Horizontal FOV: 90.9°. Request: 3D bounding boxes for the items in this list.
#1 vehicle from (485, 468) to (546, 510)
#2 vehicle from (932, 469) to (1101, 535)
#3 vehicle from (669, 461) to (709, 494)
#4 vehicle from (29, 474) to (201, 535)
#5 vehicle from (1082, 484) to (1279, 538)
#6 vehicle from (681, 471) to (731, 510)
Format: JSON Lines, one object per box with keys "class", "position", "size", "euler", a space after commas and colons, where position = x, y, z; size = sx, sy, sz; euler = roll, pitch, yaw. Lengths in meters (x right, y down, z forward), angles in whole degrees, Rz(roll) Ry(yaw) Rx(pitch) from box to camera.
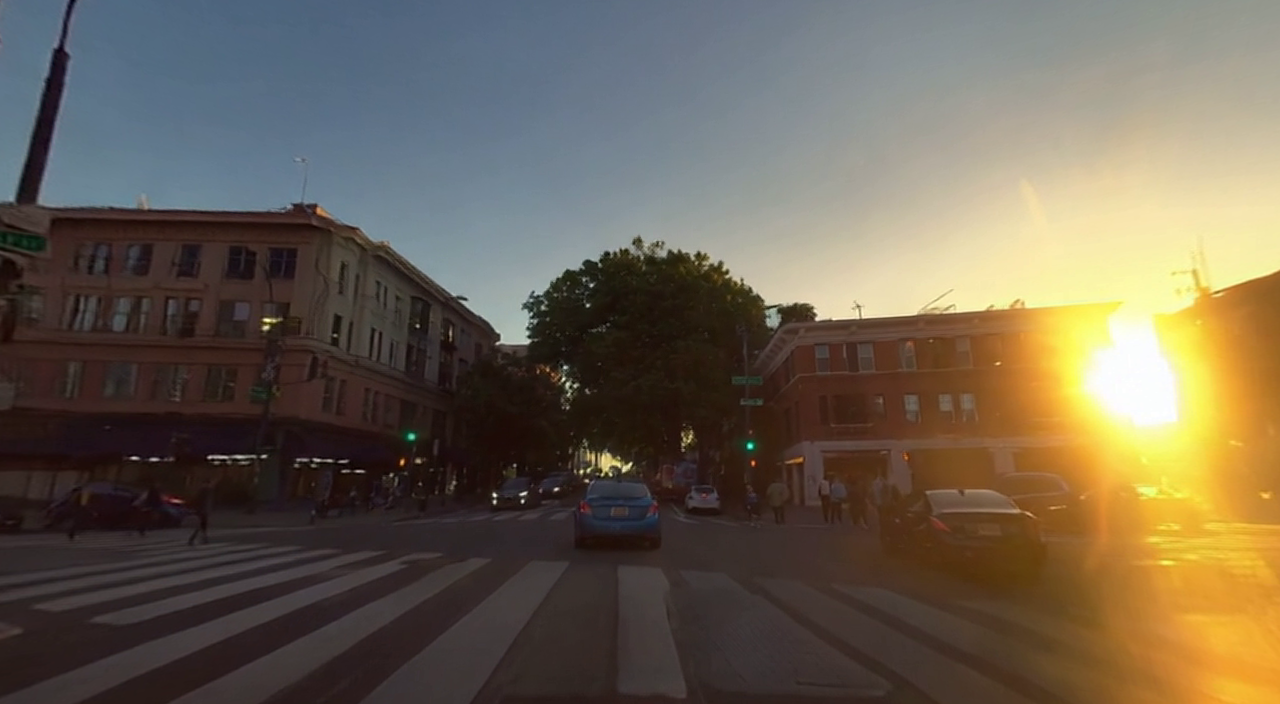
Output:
{"class": "vehicle", "position": [-6.447, 7.142, 33.242], "size": [2.226, 1.896, 4.438], "euler": [0, -9, 1]}
{"class": "vehicle", "position": [14.378, 5.708, 24.354], "size": [4.974, 2.266, 2.324], "euler": [0, -9, -2]}
{"class": "vehicle", "position": [3.238, 8.373, 42.367], "size": [2.365, 1.994, 4.259], "euler": [0, -9, 0]}
{"class": "vehicle", "position": [-19.814, 5.731, 23.938], "size": [4.750, 2.083, 2.002], "euler": [-1, -9, 3]}
{"class": "vehicle", "position": [20.497, 6.022, 24.090], "size": [5.345, 1.747, 2.410], "euler": [0, -9, 1]}
{"class": "vehicle", "position": [3.379, 7.210, 33.082], "size": [1.908, 1.741, 4.066], "euler": [0, -9, -4]}
